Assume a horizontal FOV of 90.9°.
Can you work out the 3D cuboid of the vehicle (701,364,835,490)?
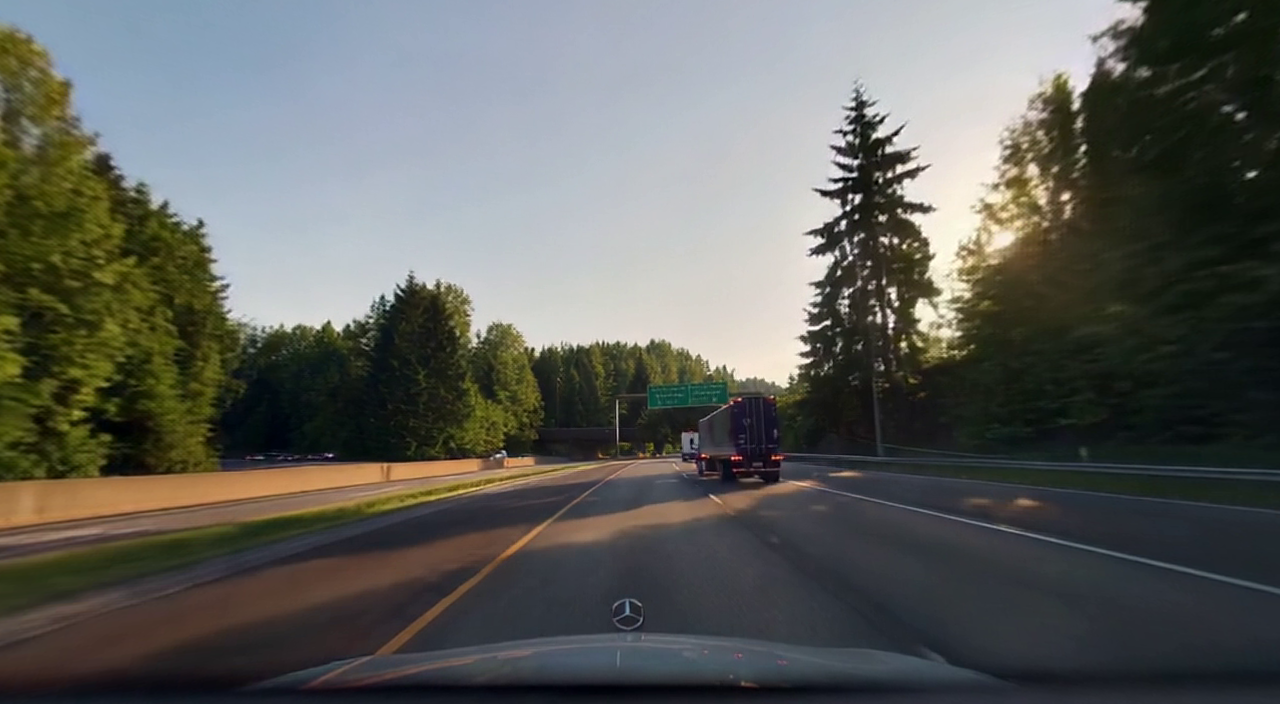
[{"bbox_3d":[4.723,3.440,26.980,2.859,3.984,14.045,0,-9,0],"label":"vehicle"}]
